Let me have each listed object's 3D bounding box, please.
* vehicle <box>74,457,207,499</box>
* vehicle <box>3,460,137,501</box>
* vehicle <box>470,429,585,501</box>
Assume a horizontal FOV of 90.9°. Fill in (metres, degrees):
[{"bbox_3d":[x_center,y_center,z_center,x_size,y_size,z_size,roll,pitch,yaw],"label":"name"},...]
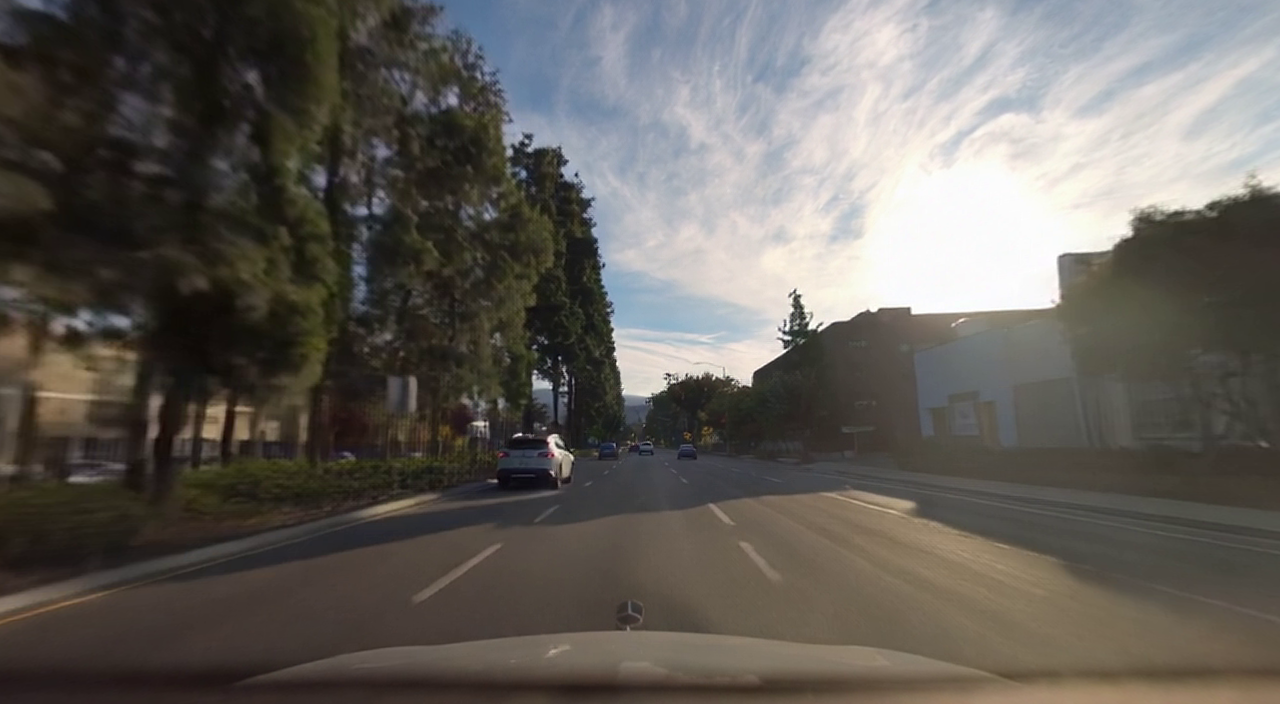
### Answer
[{"bbox_3d":[-20.725,5.230,26.459,1.817,1.495,4.540,0,-8,1],"label":"vehicle"},{"bbox_3d":[-24.508,5.524,27.343,1.825,1.498,4.308,0,-8,-1],"label":"vehicle"},{"bbox_3d":[-2.814,2.972,17.001,2.121,1.656,4.559,0,-8,2],"label":"vehicle"}]
